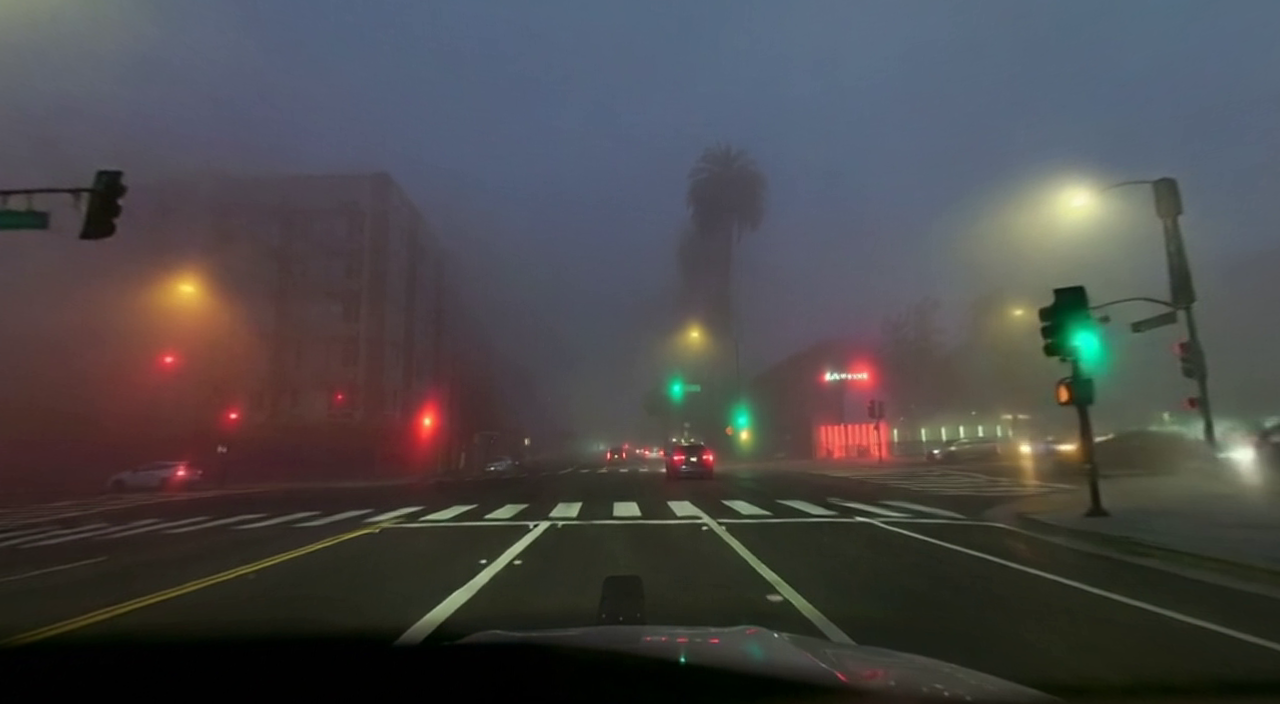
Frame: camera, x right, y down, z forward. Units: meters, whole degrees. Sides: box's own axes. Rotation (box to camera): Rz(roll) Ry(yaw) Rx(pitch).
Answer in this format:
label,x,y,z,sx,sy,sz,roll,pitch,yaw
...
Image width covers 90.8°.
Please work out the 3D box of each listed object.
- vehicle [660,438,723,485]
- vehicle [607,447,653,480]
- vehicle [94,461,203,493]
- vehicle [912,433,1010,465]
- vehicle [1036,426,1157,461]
label,x,y,z,sx,sy,sz,roll,pitch,yaw
vehicle,1.983,4.384,25.668,2.003,1.702,4.288,0,-8,-3
vehicle,-0.537,5.384,30.848,2.088,1.452,3.993,0,-8,-2
vehicle,-28.801,7.316,37.158,4.570,1.741,2.107,0,-8,-2
vehicle,17.603,5.338,34.784,4.277,1.665,2.006,0,-9,-2
vehicle,25.466,5.124,35.378,5.130,1.875,2.118,0,-9,-1
